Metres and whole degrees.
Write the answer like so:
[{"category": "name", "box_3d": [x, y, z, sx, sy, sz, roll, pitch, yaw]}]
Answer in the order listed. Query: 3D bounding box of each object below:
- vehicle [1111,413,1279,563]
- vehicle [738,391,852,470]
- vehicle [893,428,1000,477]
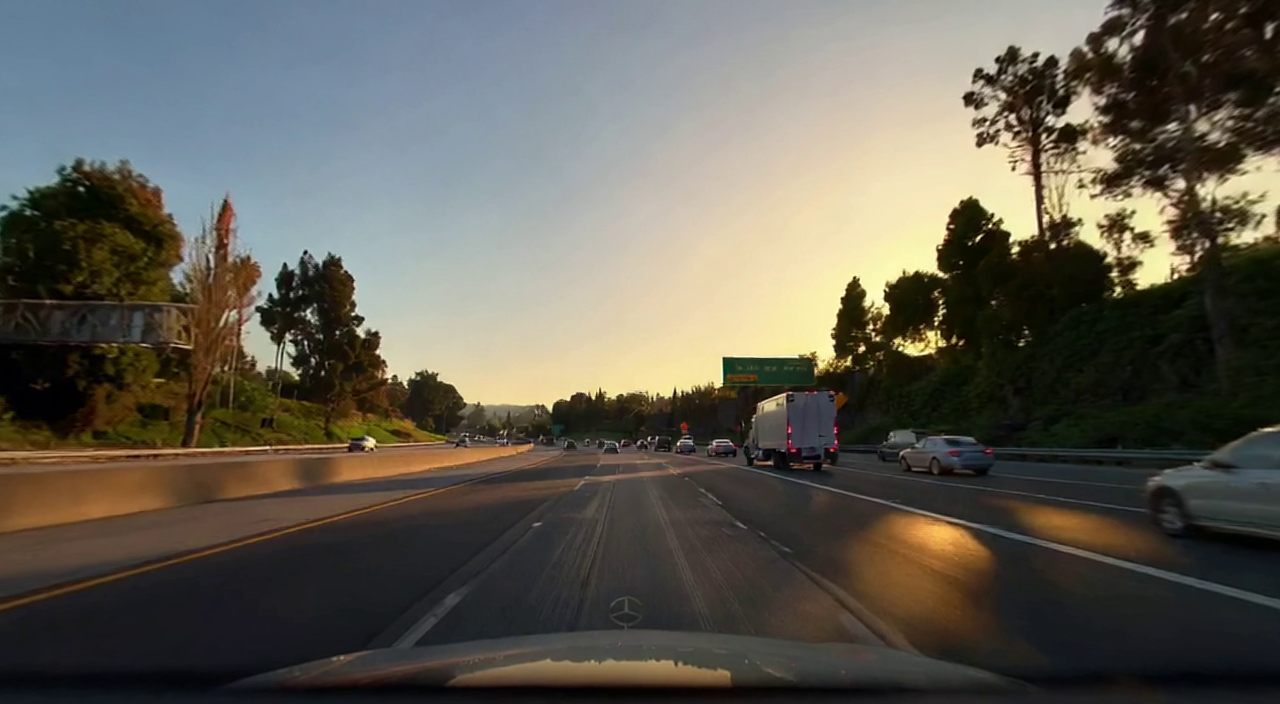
[{"category": "vehicle", "box_3d": [8.646, 1.558, 7.177, 2.148, 1.764, 5.601, 0, -8, -1]}, {"category": "vehicle", "box_3d": [7.657, 4.180, 32.954, 2.919, 3.482, 9.838, 0, -8, -3]}, {"category": "vehicle", "box_3d": [12.631, 4.169, 26.374, 2.032, 1.827, 4.501, 0, -8, -3]}]
